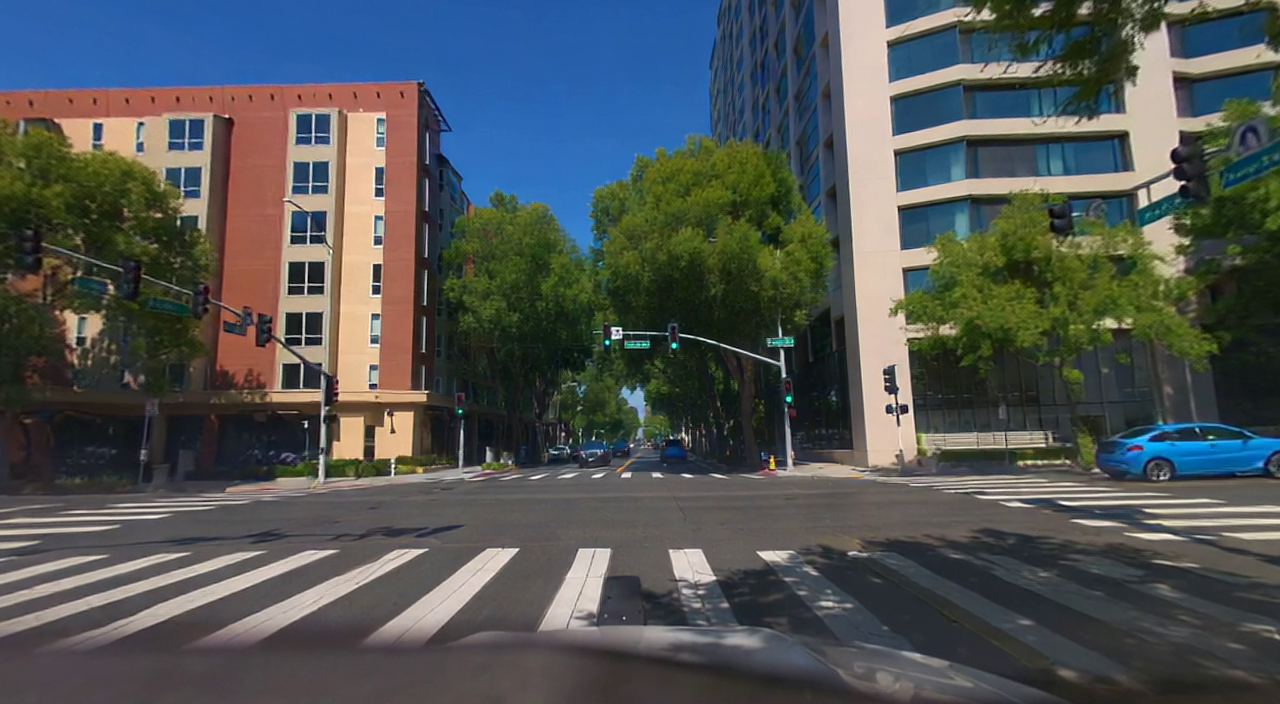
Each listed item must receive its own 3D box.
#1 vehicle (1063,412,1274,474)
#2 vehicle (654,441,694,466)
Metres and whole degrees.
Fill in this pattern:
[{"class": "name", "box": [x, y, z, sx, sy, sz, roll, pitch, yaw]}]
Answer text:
[{"class": "vehicle", "box": [16.904, 2.944, 20.404, 4.802, 1.860, 2.146, 0, -8, 0]}, {"class": "vehicle", "box": [2.086, 6.419, 40.074, 2.039, 1.470, 4.355, 0, -8, -4]}]
